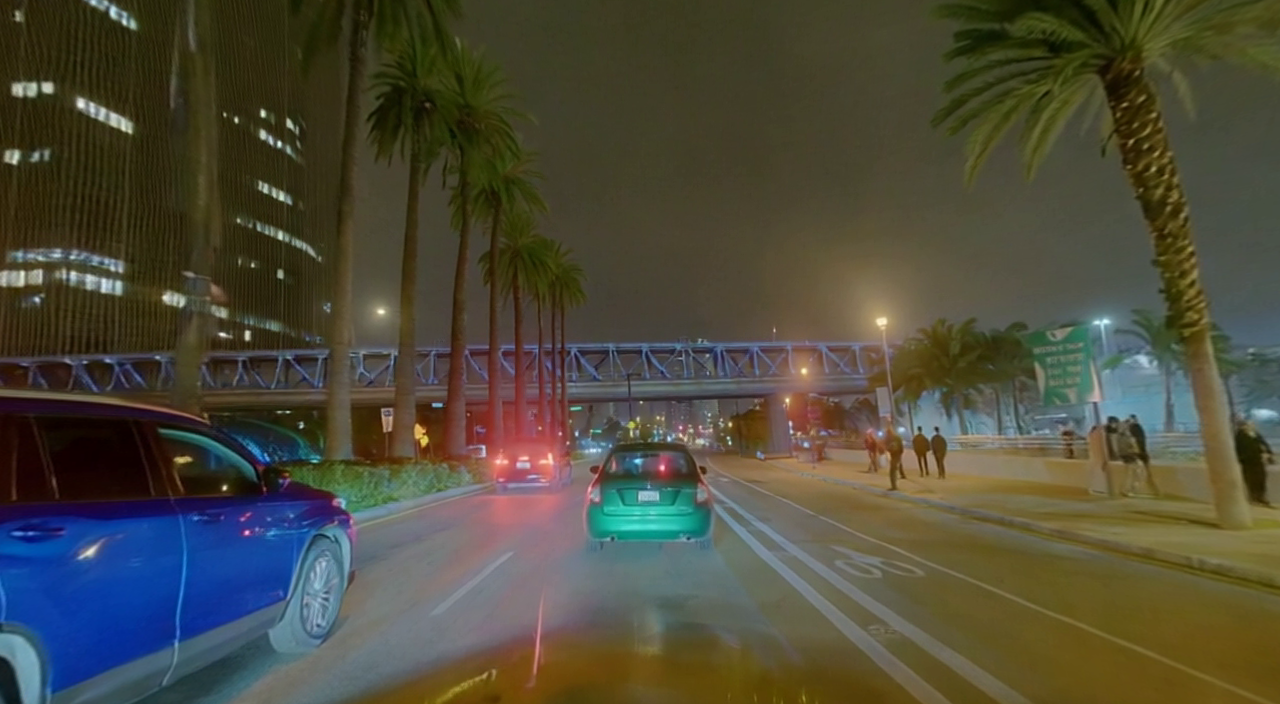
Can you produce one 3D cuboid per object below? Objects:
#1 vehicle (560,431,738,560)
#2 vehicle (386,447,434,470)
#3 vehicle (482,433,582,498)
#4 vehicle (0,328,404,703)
[{"bbox_3d":[0.075,1.966,9.392,2.036,1.461,4.129,0,-9,-1],"label":"vehicle"},{"bbox_3d":[-18.008,8.331,49.613,2.025,1.724,4.215,0,-9,2],"label":"vehicle"},{"bbox_3d":[-2.922,3.179,18.086,1.955,1.637,4.032,-1,-9,3],"label":"vehicle"},{"bbox_3d":[-3.228,0.989,3.520,2.014,1.740,4.359,0,-9,2],"label":"vehicle"}]
